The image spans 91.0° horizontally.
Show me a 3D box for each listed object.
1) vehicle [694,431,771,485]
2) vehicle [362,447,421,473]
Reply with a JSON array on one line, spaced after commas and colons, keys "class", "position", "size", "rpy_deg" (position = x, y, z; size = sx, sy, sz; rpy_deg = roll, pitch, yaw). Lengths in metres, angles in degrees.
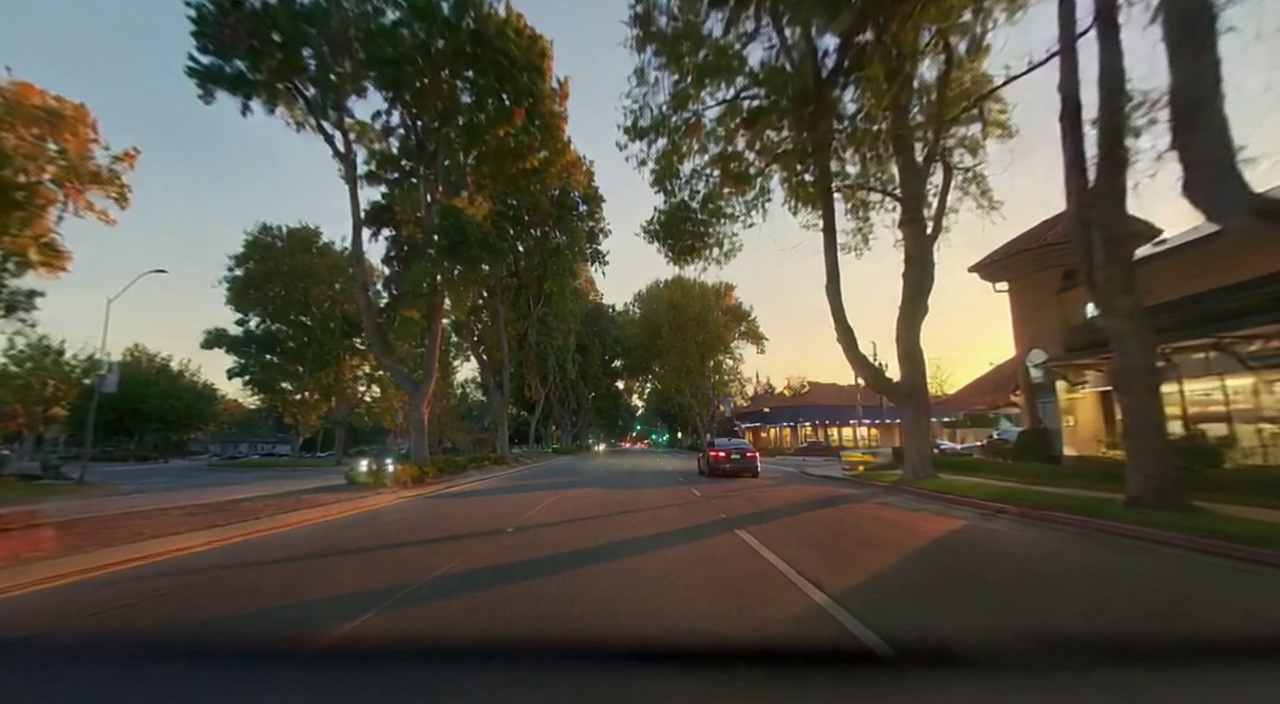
[{"class": "vehicle", "position": [3.261, 3.818, 23.060], "size": [2.083, 1.743, 4.354], "rpy_deg": [0, -8, -1]}, {"class": "vehicle", "position": [-16.367, 7.115, 41.716], "size": [1.934, 1.497, 4.745], "rpy_deg": [0, -8, 1]}]
